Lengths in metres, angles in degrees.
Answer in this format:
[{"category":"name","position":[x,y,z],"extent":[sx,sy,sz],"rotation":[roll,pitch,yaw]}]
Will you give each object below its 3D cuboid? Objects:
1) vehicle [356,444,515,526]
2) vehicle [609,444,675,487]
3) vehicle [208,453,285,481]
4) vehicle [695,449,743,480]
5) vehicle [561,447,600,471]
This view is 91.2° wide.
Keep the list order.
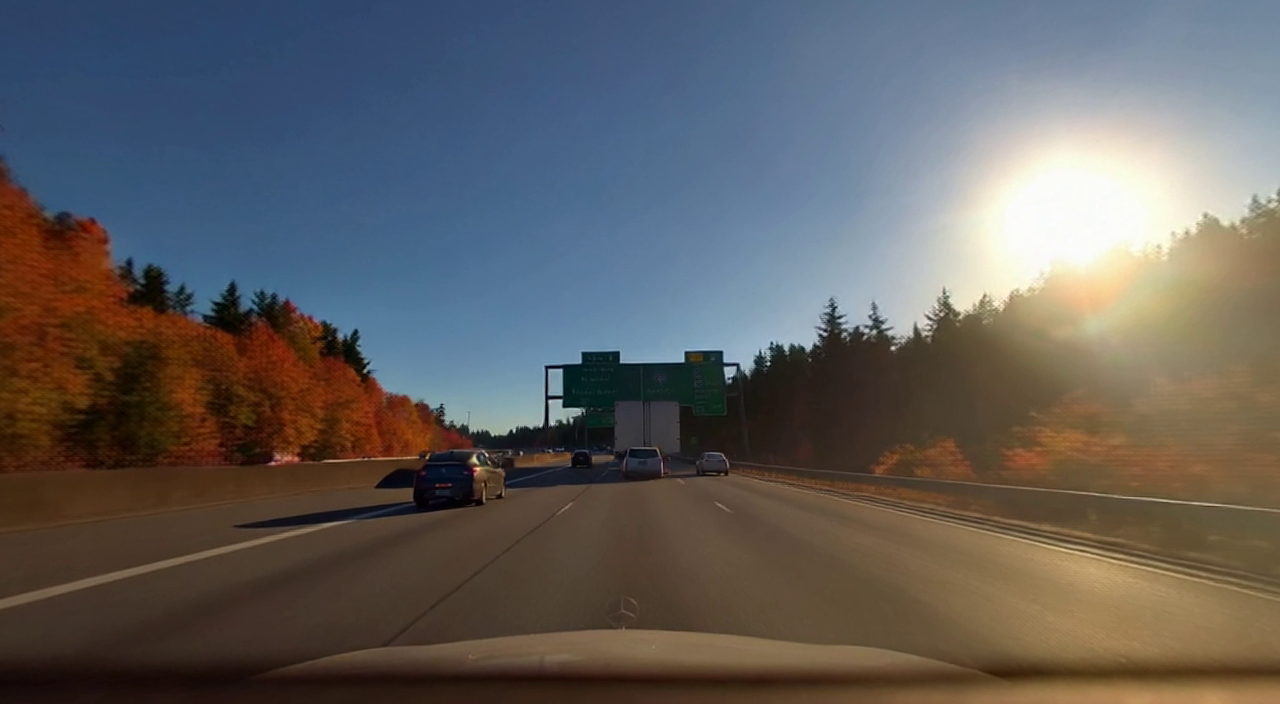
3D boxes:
[{"category":"vehicle","position":[-4.136,2.743,13.499],"extent":[2.017,1.469,4.113],"rotation":[0,-9,0]},{"category":"vehicle","position":[0.072,4.828,27.013],"extent":[2.634,1.679,4.070],"rotation":[0,-9,0]},{"category":"vehicle","position":[-22.220,6.483,35.524],"extent":[1.777,1.473,3.876],"rotation":[0,-9,1]},{"category":"vehicle","position":[4.249,6.118,34.460],"extent":[2.035,1.571,4.413],"rotation":[0,-9,-1]},{"category":"vehicle","position":[-4.377,7.996,46.959],"extent":[2.545,1.679,4.267],"rotation":[0,-9,0]}]
